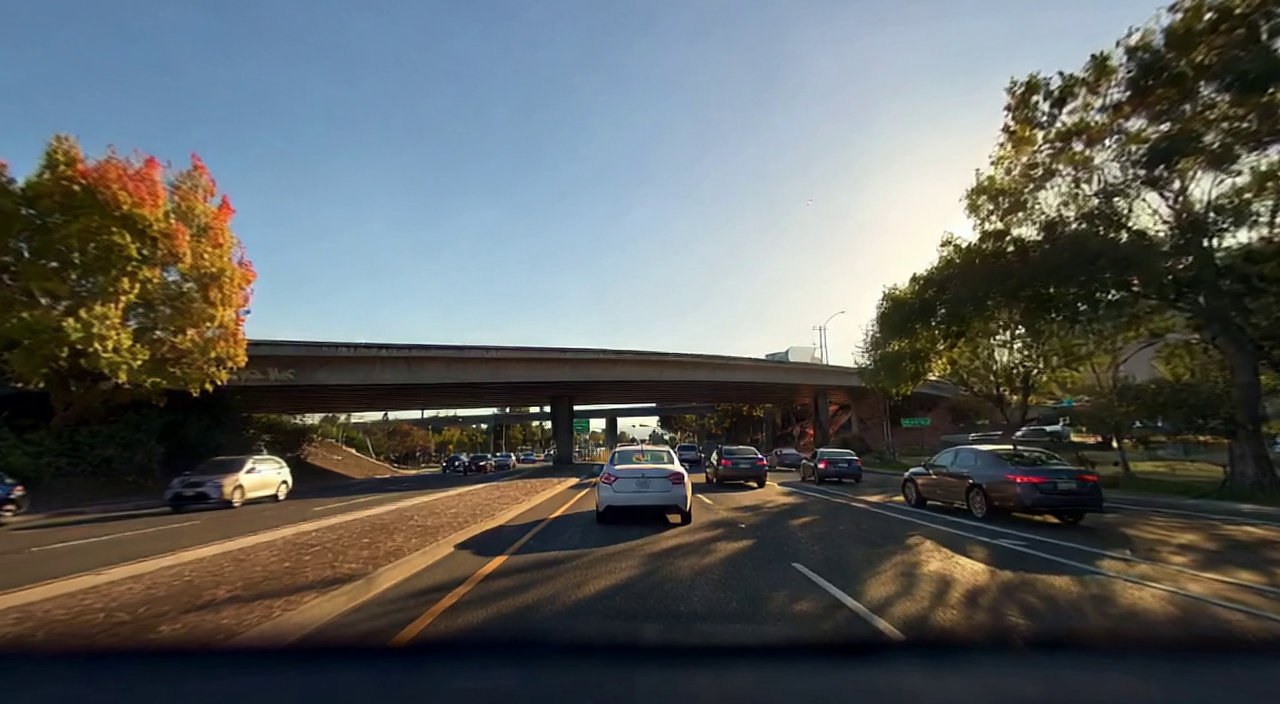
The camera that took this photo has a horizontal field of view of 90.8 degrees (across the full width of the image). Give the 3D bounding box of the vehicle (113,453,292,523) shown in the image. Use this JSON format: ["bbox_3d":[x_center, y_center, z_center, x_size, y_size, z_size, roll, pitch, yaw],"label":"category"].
[{"bbox_3d":[-11.875,3.658,17.584,1.942,1.642,4.200,0,-9,0],"label":"vehicle"}]

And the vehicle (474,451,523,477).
[{"bbox_3d":[-8.866,7.033,39.911,2.010,1.524,4.705,0,-9,0],"label":"vehicle"}]

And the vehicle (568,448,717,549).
[{"bbox_3d":[0.020,2.293,10.556,2.027,1.341,3.775,0,-9,-1],"label":"vehicle"}]

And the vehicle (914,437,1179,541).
[{"bbox_3d":[6.748,2.280,11.168,1.890,1.478,4.093,0,-9,-1],"label":"vehicle"}]

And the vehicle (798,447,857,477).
[{"bbox_3d":[9.788,5.747,33.275,1.839,1.453,3.992,0,-9,-1],"label":"vehicle"}]

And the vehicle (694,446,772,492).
[{"bbox_3d":[3.120,4.006,22.075,1.962,1.431,4.205,0,-9,-2],"label":"vehicle"}]
